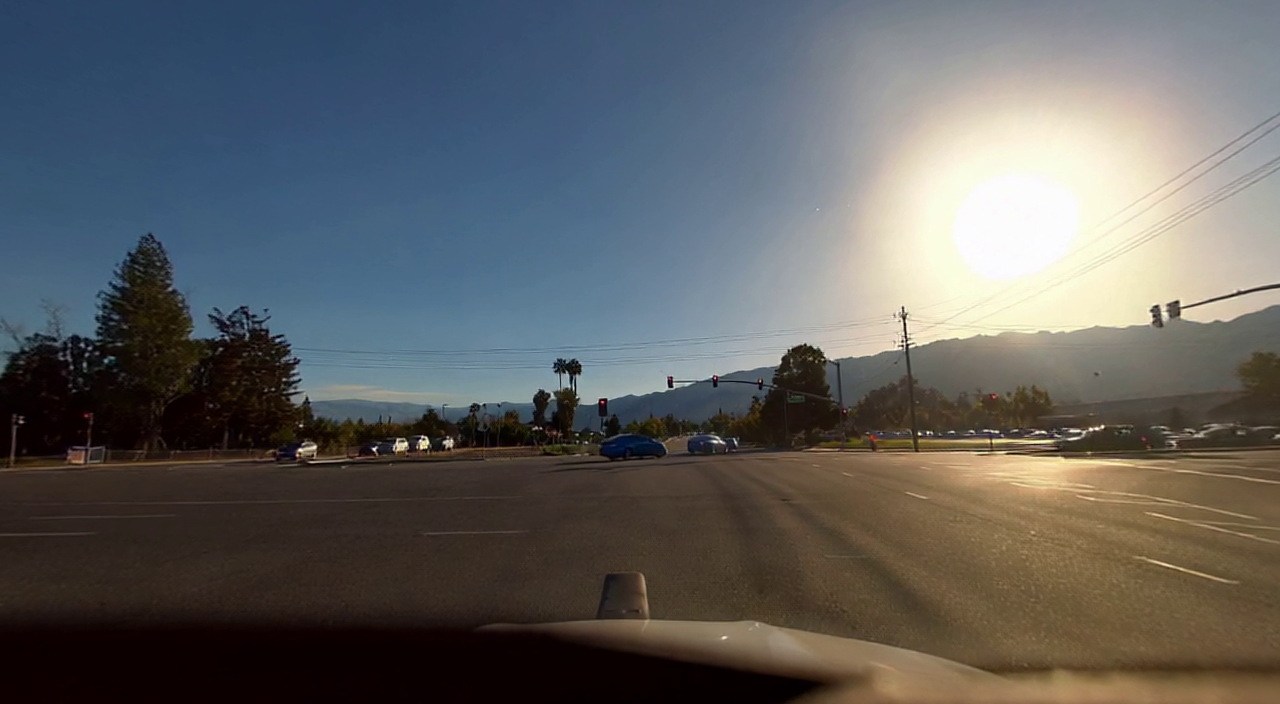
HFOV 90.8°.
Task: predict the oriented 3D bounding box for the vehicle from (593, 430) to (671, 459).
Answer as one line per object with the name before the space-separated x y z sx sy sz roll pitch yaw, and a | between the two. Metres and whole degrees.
vehicle | -0.458 5.852 40.006 2.105 1.735 4.812 -8 -12 44

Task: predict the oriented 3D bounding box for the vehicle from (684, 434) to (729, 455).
vehicle | 5.243 7.207 49.191 2.044 1.542 4.218 -5 -10 28

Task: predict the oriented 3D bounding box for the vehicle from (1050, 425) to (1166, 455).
vehicle | 27.524 5.192 37.280 5.100 1.680 2.055 0 -8 2

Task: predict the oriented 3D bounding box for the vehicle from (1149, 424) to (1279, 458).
vehicle | 27.283 4.205 29.822 4.778 1.495 1.959 0 -8 0
